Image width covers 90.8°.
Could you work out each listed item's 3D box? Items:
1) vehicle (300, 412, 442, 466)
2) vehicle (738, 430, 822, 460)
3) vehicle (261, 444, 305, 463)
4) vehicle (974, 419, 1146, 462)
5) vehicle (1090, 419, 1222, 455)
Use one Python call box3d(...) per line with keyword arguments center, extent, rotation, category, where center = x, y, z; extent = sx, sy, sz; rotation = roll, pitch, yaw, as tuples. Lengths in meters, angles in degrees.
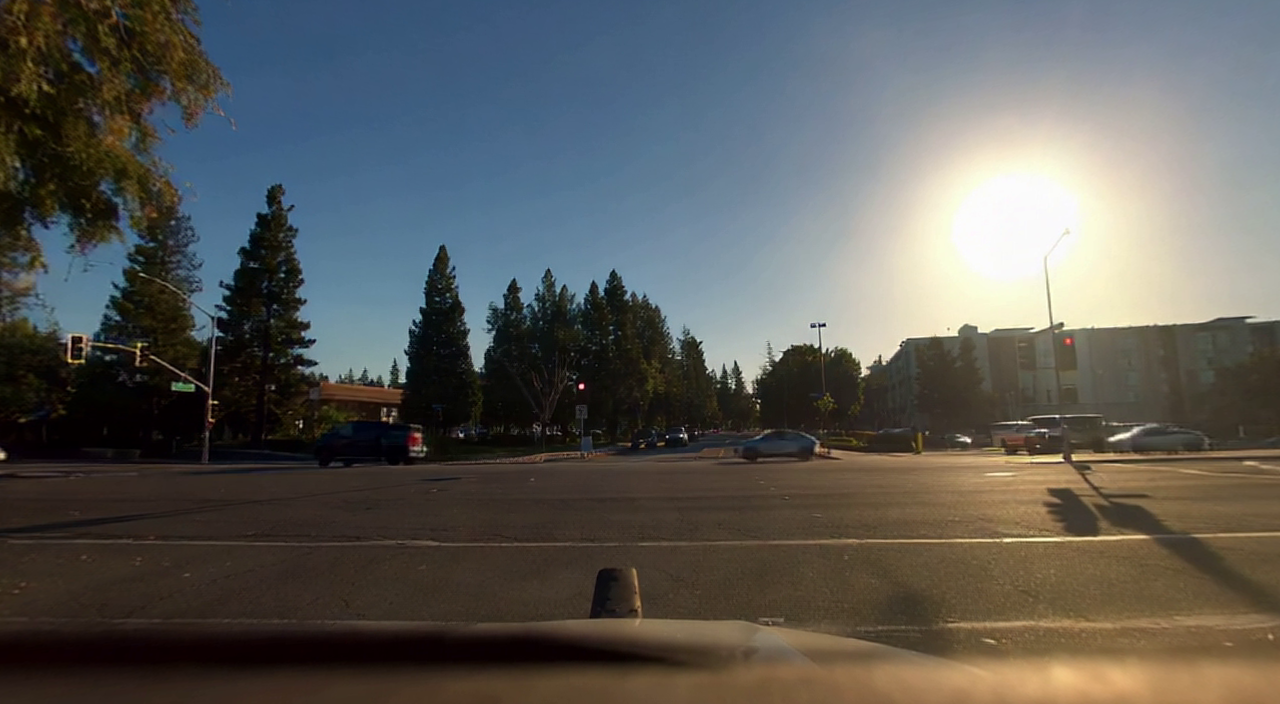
box3d(center=(-16.771, 5.466, 39.602), extent=(7.790, 3.197, 2.653), rotation=(-2, -9, 10), category="vehicle")
box3d(center=(7.652, 5.141, 34.876), extent=(4.370, 1.592, 1.886), rotation=(-2, -9, 10), category="vehicle")
box3d(center=(-27.973, 7.917, 49.623), extent=(2.235, 1.417, 4.272), rotation=(3, -9, -20), category="vehicle")
box3d(center=(15.066, 3.214, 22.924), extent=(4.749, 1.461, 1.892), rotation=(-1, -9, 9), category="vehicle")
box3d(center=(25.496, 4.237, 31.383), extent=(4.590, 1.701, 1.881), rotation=(-2, -9, 11), category="vehicle")
